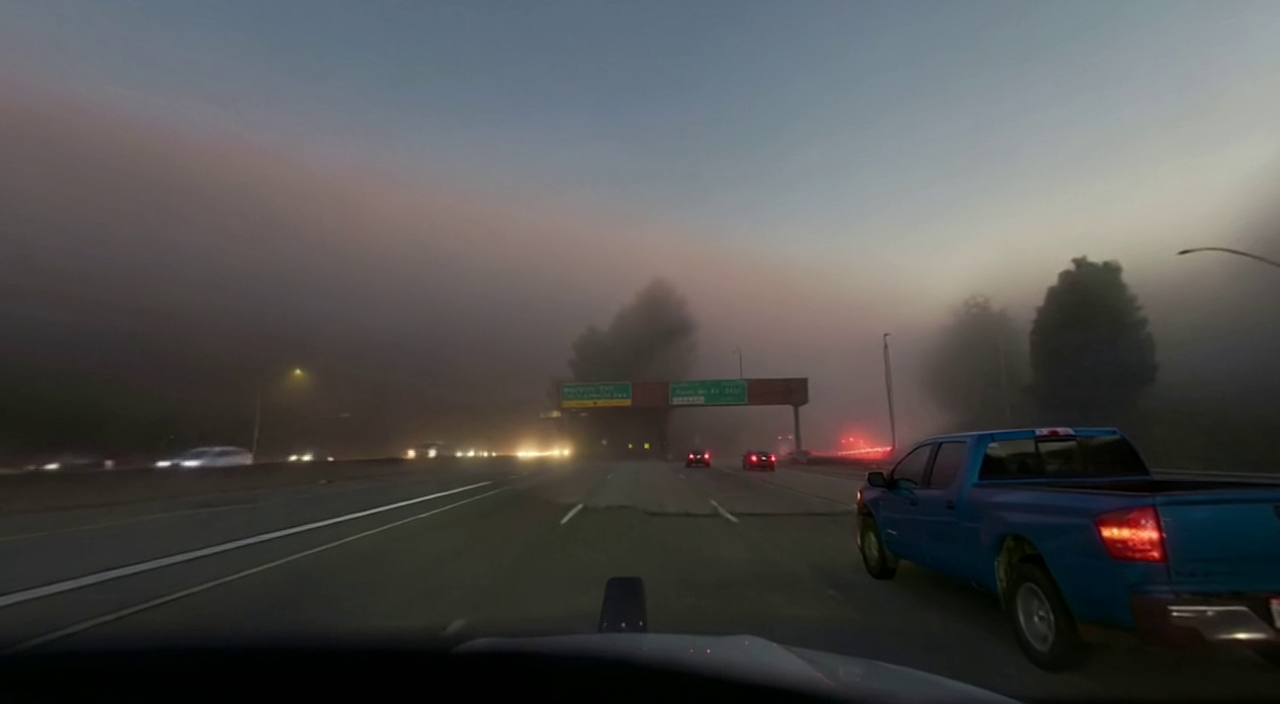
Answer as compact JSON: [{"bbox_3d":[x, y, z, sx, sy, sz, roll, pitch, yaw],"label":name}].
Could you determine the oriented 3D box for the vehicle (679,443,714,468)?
[{"bbox_3d":[3.967,7.324,44.743,2.014,1.643,4.039,0,-8,-2],"label":"vehicle"}]

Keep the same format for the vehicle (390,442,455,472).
[{"bbox_3d":[-14.791,7.170,43.273,2.231,1.879,5.996,0,-8,1],"label":"vehicle"}]

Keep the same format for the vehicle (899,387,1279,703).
[{"bbox_3d":[3.379,1.022,3.165,2.119,1.524,4.807,0,-8,0],"label":"vehicle"}]

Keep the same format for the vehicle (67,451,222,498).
[{"bbox_3d":[-18.349,4.512,23.737,1.966,1.497,4.751,0,-8,0],"label":"vehicle"}]

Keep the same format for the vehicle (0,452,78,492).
[{"bbox_3d":[-28.519,5.395,28.518,1.887,1.687,4.586,0,-8,2],"label":"vehicle"}]

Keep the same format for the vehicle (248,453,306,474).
[{"bbox_3d":[-27.323,8.375,47.574,1.851,1.474,4.367,0,-8,-1],"label":"vehicle"}]
